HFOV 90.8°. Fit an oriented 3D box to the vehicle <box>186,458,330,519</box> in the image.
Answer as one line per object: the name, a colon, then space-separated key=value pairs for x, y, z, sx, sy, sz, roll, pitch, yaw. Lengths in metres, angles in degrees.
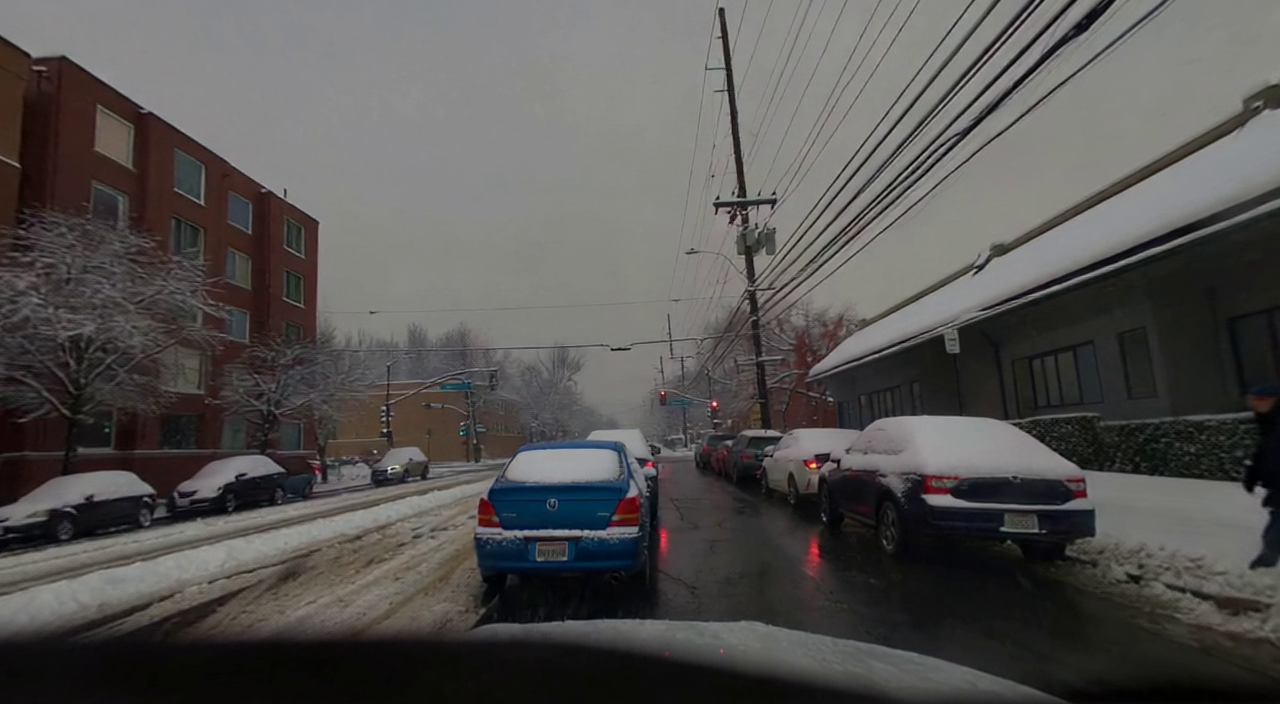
vehicle: x=-11.865 y=4.226 z=20.043 sx=1.868 sy=1.491 sz=4.367 roll=-4 pitch=-8 yaw=0

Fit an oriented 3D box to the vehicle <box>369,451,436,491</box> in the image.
vehicle: x=-11.912 y=5.947 z=31.947 sx=2.011 sy=1.687 sz=4.079 roll=-3 pitch=-8 yaw=-2

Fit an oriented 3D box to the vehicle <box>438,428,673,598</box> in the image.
vehicle: x=-0.708 y=1.735 z=7.814 sx=2.019 sy=1.453 sz=4.603 roll=0 pitch=-8 yaw=1

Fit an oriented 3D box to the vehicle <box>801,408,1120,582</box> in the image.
vehicle: x=3.794 y=1.761 z=8.613 sx=1.967 sy=1.721 sz=4.410 roll=0 pitch=-8 yaw=-1

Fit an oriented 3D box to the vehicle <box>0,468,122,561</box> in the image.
vehicle: x=-11.921 y=2.900 z=11.018 sx=1.850 sy=1.487 sz=4.711 roll=-2 pitch=-8 yaw=-1
